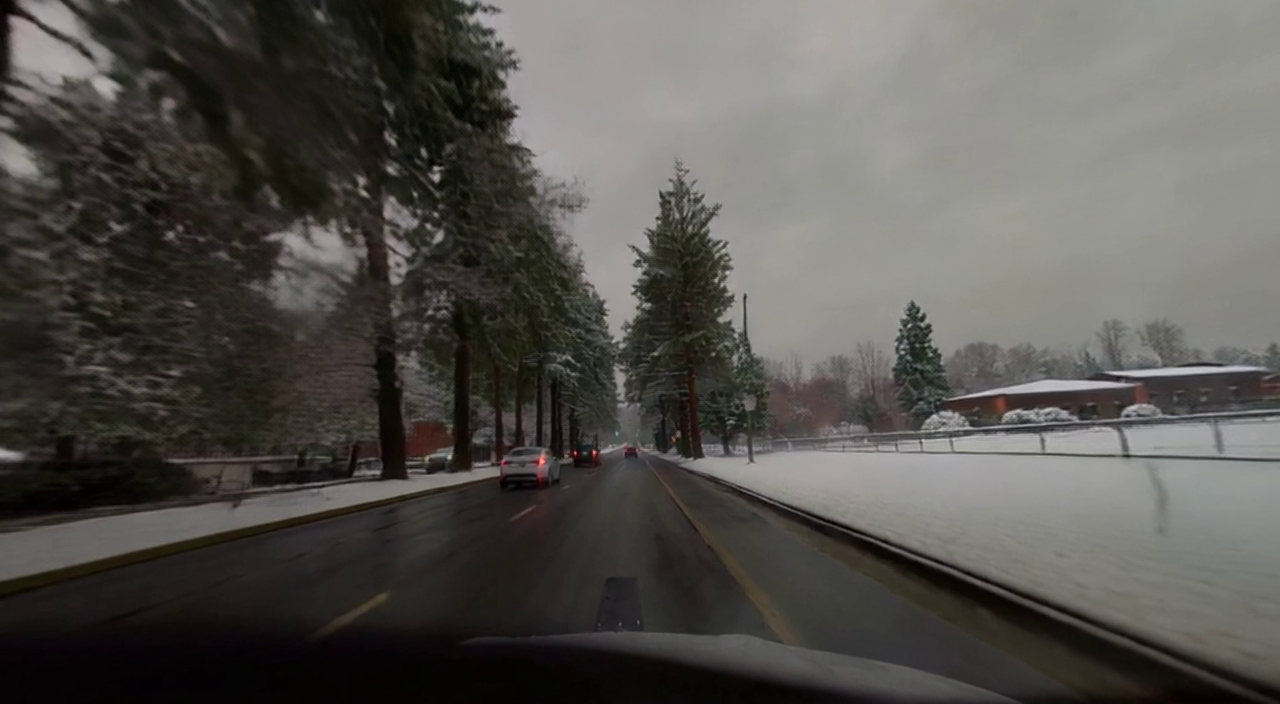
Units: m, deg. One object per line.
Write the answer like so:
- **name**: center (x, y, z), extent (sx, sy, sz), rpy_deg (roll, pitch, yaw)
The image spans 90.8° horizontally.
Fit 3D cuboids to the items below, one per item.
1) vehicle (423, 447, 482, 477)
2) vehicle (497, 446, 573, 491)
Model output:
- **vehicle**: center (-11.882, 6.978, 40.446), extent (2.109, 1.729, 5.492), rpy_deg (0, -9, 0)
- **vehicle**: center (-3.632, 4.078, 22.535), extent (1.932, 1.431, 4.144), rpy_deg (0, -9, 1)
